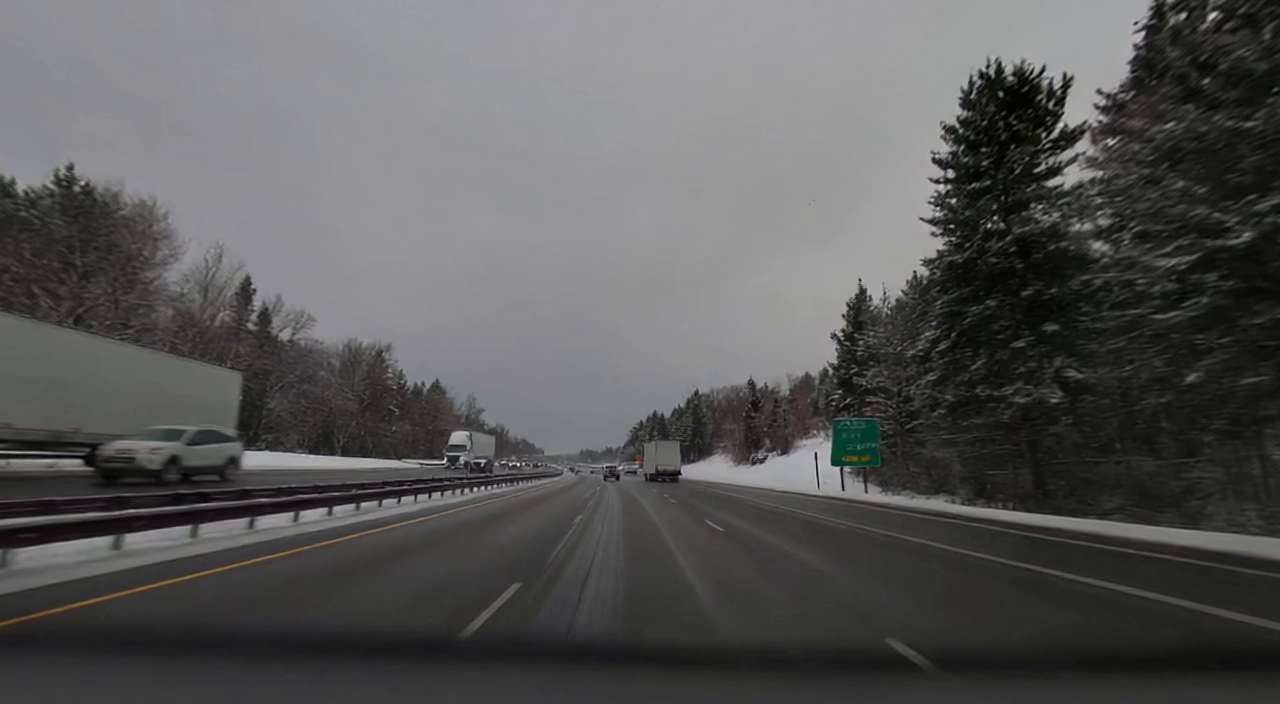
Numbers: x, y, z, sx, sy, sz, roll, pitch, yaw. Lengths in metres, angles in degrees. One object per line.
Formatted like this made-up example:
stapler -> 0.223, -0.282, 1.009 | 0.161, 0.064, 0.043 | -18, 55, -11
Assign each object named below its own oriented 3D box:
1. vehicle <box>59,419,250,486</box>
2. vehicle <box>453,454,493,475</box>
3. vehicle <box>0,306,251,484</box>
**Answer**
vehicle -> -12.309, 2.659, 16.392 | 1.741, 1.478, 4.057 | 1, -11, -1
vehicle -> -12.767, 8.667, 48.480 | 1.949, 1.465, 4.211 | 1, -11, -1
vehicle -> -16.088, 1.365, 16.515 | 2.841, 3.975, 14.213 | 1, -11, -1
